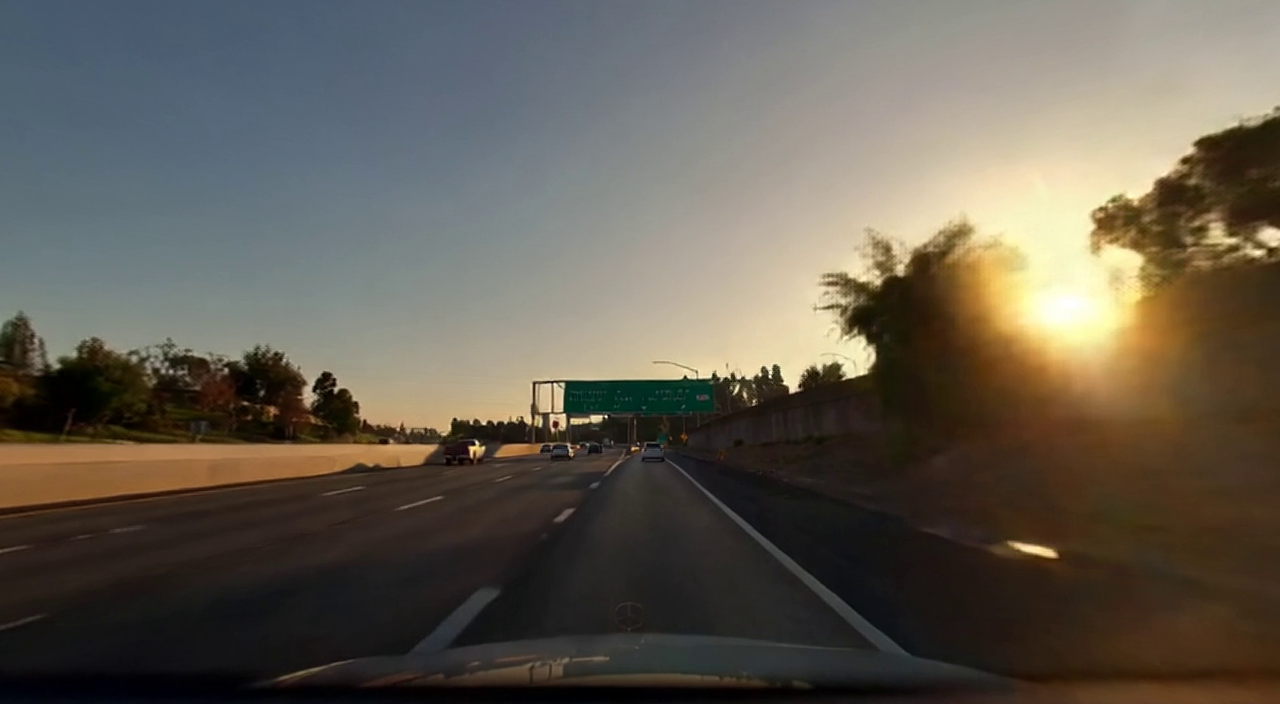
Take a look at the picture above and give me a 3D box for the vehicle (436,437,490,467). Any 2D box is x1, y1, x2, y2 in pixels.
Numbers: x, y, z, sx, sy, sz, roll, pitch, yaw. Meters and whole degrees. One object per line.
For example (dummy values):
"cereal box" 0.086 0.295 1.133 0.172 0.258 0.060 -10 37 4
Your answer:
"vehicle" -11.547 6.548 41.512 2.246 1.812 4.740 0 -8 -1

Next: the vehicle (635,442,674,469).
"vehicle" 0.848 5.998 36.799 2.137 1.461 3.999 -1 -8 1
